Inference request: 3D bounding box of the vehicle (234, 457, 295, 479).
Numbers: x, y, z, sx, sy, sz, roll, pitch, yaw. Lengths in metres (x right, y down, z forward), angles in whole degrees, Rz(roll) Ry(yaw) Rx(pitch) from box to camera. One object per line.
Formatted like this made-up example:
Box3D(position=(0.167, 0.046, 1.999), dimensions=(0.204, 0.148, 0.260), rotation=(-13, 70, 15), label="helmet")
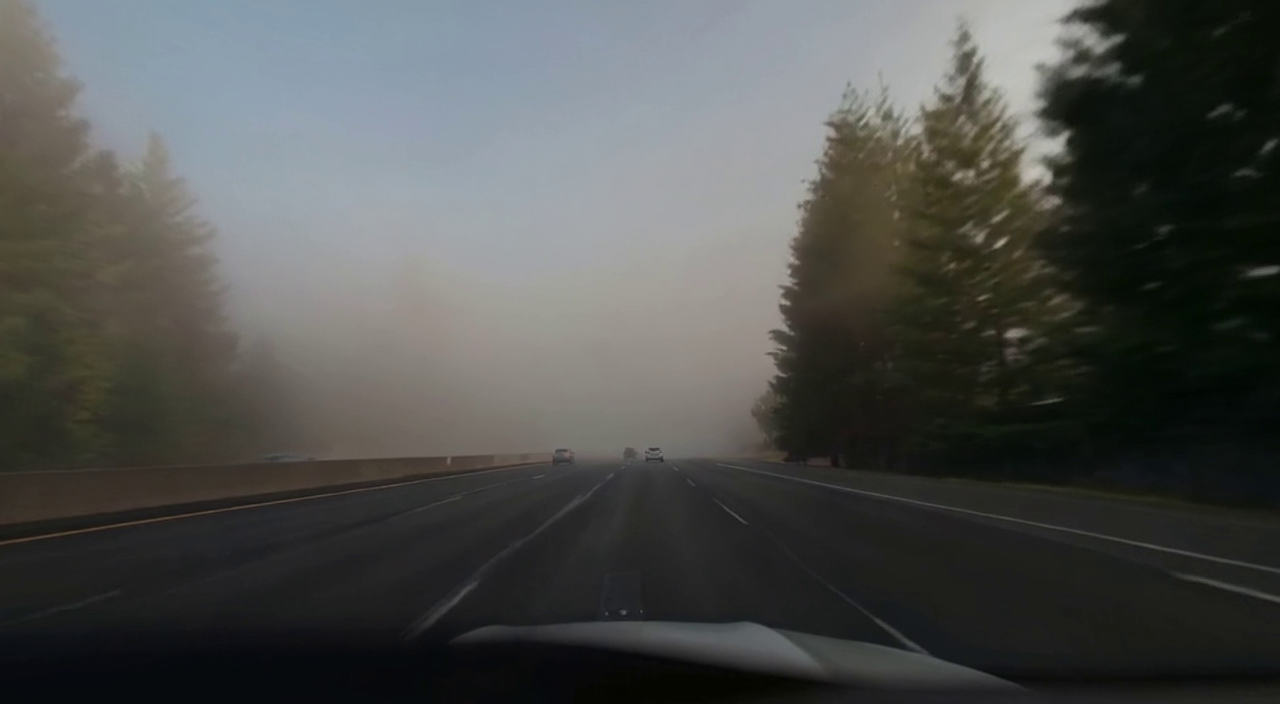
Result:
Box3D(position=(-27.904, 8.611, 47.039), dimensions=(1.838, 1.474, 4.224), rotation=(0, -8, 2), label="vehicle")
